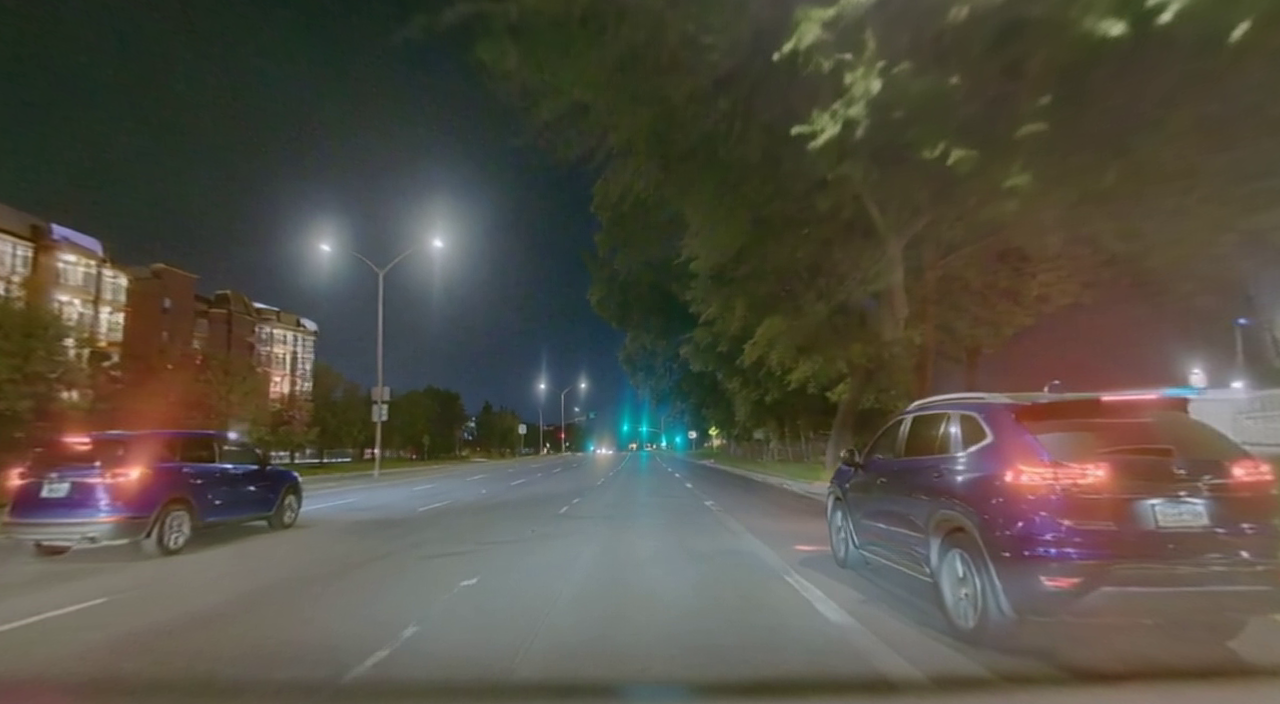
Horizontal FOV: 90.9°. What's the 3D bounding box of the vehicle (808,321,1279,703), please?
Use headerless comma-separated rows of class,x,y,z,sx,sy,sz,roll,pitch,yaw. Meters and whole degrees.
vehicle,2.931,1.090,4.733,2.047,1.768,4.607,0,-9,0

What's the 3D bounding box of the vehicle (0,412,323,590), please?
vehicle,-6.542,1.796,8.507,2.069,1.690,4.837,0,-9,-1
